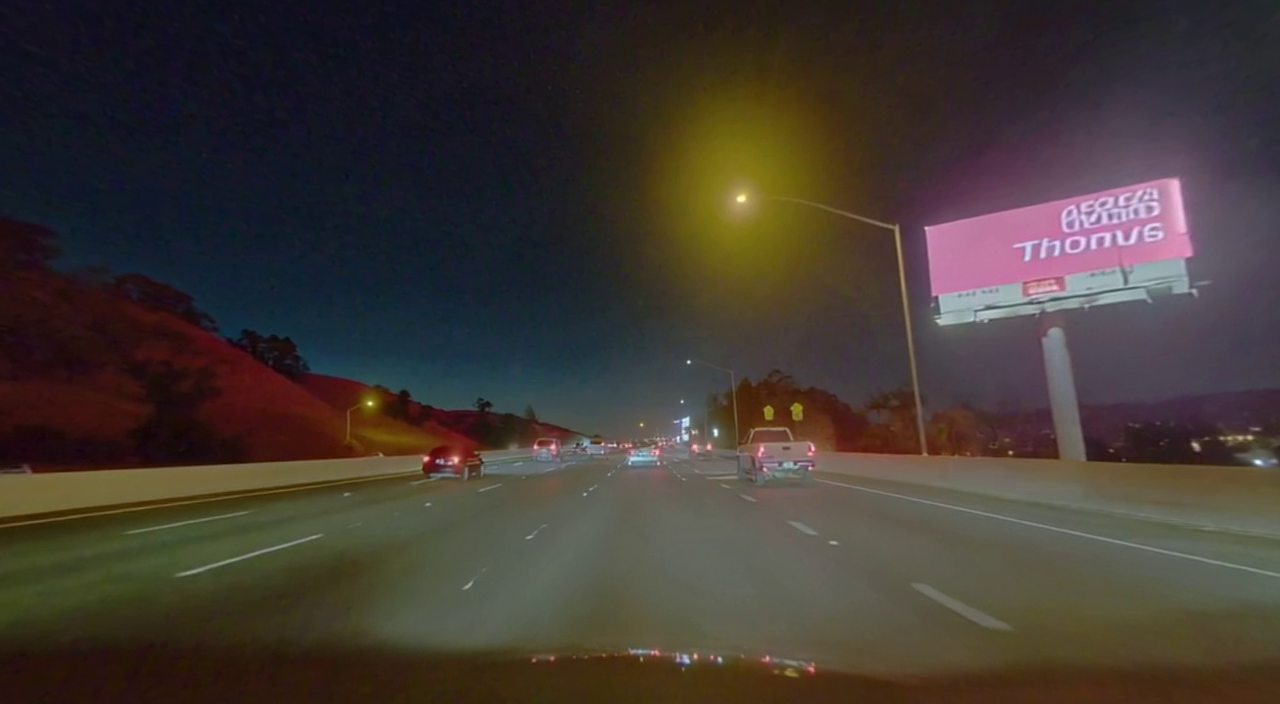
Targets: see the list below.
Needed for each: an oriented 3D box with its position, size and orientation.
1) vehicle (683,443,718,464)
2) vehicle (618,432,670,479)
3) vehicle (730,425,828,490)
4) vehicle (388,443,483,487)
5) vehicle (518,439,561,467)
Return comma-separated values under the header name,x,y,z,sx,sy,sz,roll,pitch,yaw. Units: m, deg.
name,x,y,z,sx,sy,sz,roll,pitch,yaw
vehicle,4.306,7.271,45.385,1.998,1.456,4.338,0,-8,-1
vehicle,0.154,4.412,27.102,2.052,1.808,3.898,0,-8,0
vehicle,4.372,3.409,20.674,2.029,1.859,4.669,0,-8,-1
vehicle,-7.587,4.216,23.967,1.916,1.482,4.908,0,-8,0
vehicle,-6.909,7.017,43.990,2.160,1.799,5.001,0,-8,0
